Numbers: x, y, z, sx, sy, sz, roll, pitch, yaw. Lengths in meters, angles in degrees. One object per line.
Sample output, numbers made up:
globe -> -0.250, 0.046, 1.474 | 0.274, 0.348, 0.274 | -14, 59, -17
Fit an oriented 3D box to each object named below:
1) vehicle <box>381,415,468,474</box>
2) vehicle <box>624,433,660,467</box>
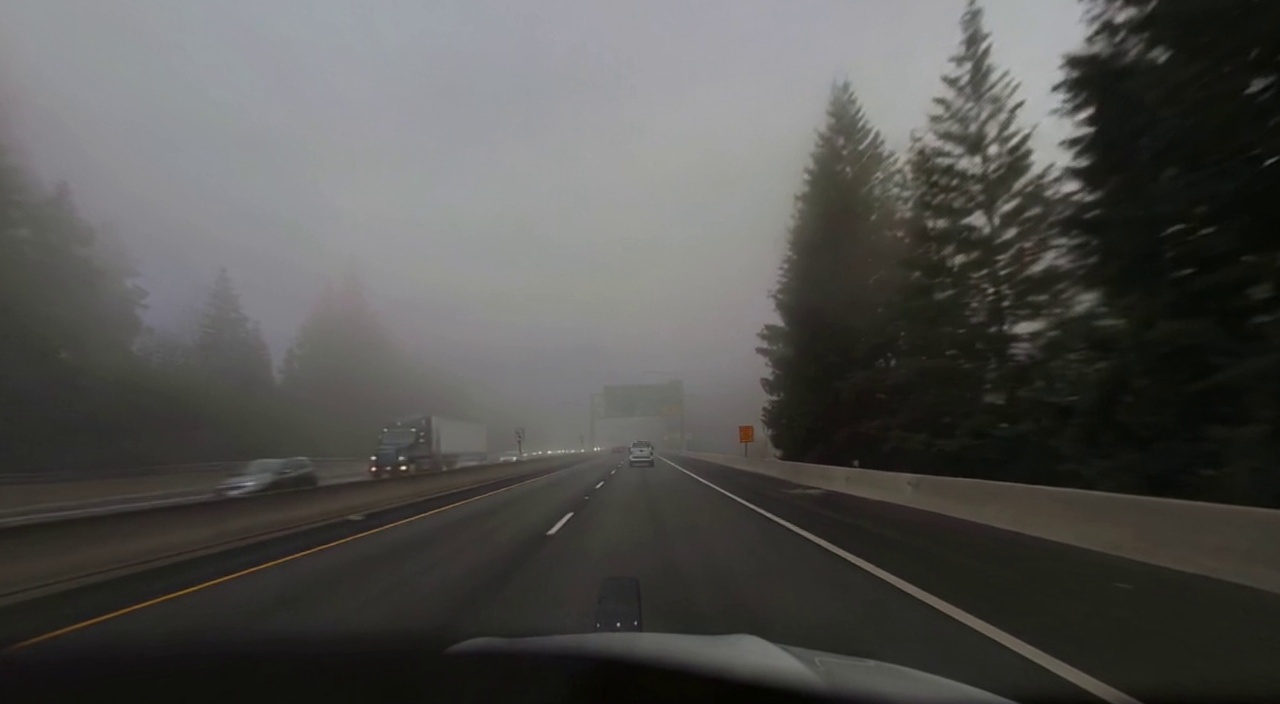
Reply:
vehicle -> -16.186, 7.090, 48.103 | 3.002, 4.004, 10.140 | -1, -9, 0
vehicle -> 0.155, 6.523, 41.686 | 2.268, 2.122, 4.595 | -1, -9, 1
